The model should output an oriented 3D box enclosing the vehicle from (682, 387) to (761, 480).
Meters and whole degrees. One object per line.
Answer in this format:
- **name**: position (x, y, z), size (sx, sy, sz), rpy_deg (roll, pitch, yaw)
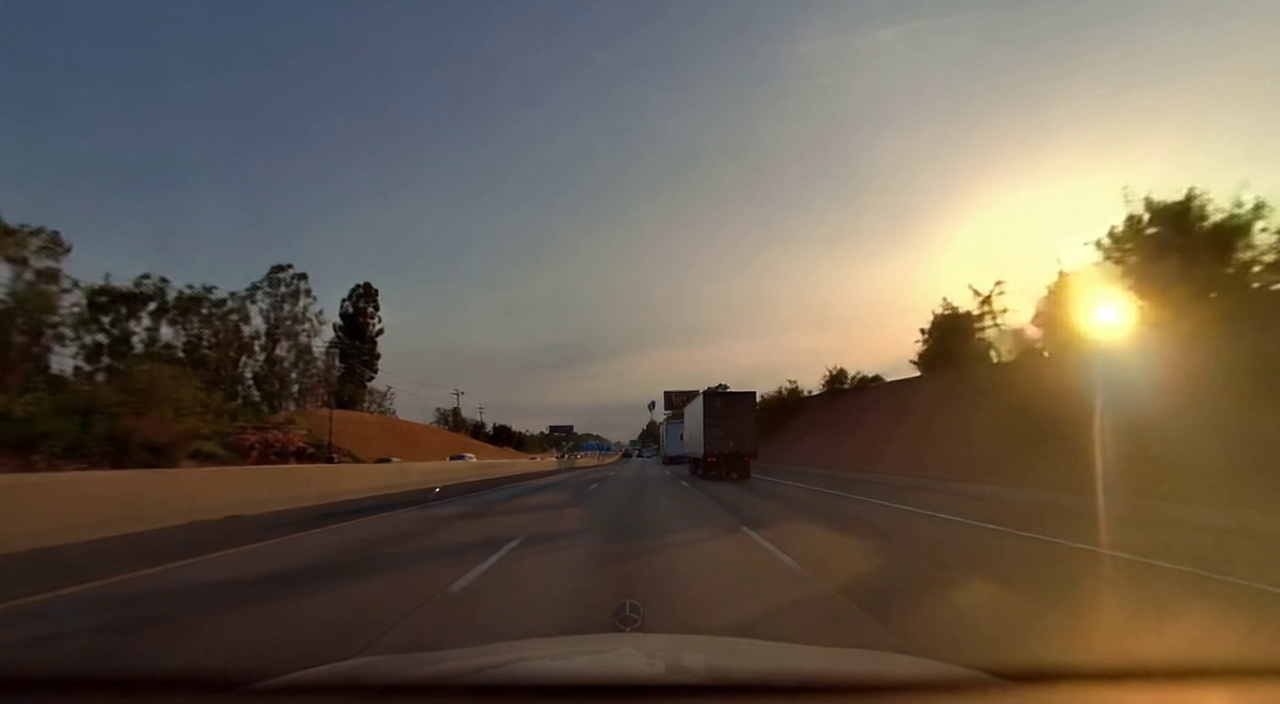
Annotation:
- **vehicle**: position (4.268, 4.846, 36.367), size (2.826, 4.269, 14.176), rpy_deg (0, -9, 1)
